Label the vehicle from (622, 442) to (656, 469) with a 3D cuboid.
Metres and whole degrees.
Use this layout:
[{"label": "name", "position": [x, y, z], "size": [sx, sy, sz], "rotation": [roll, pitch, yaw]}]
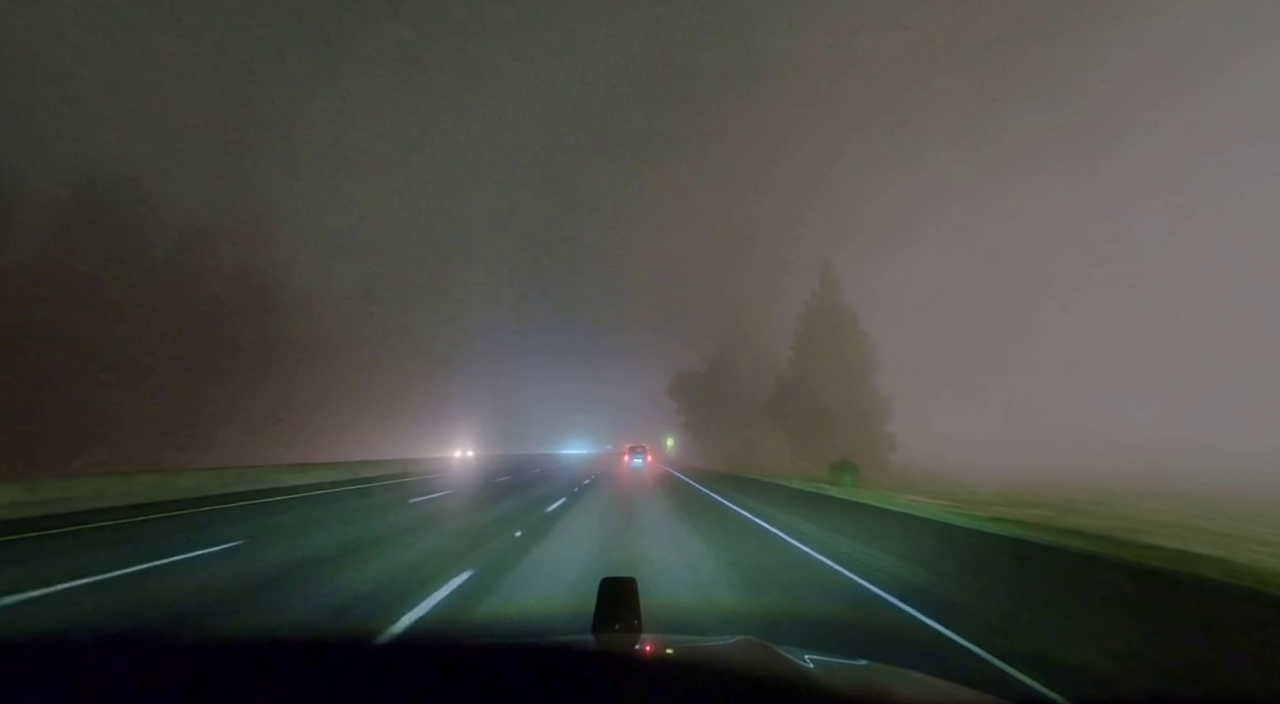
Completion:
[{"label": "vehicle", "position": [-0.107, 6.818, 41.511], "size": [2.120, 1.715, 4.153], "rotation": [0, -9, -1]}]
